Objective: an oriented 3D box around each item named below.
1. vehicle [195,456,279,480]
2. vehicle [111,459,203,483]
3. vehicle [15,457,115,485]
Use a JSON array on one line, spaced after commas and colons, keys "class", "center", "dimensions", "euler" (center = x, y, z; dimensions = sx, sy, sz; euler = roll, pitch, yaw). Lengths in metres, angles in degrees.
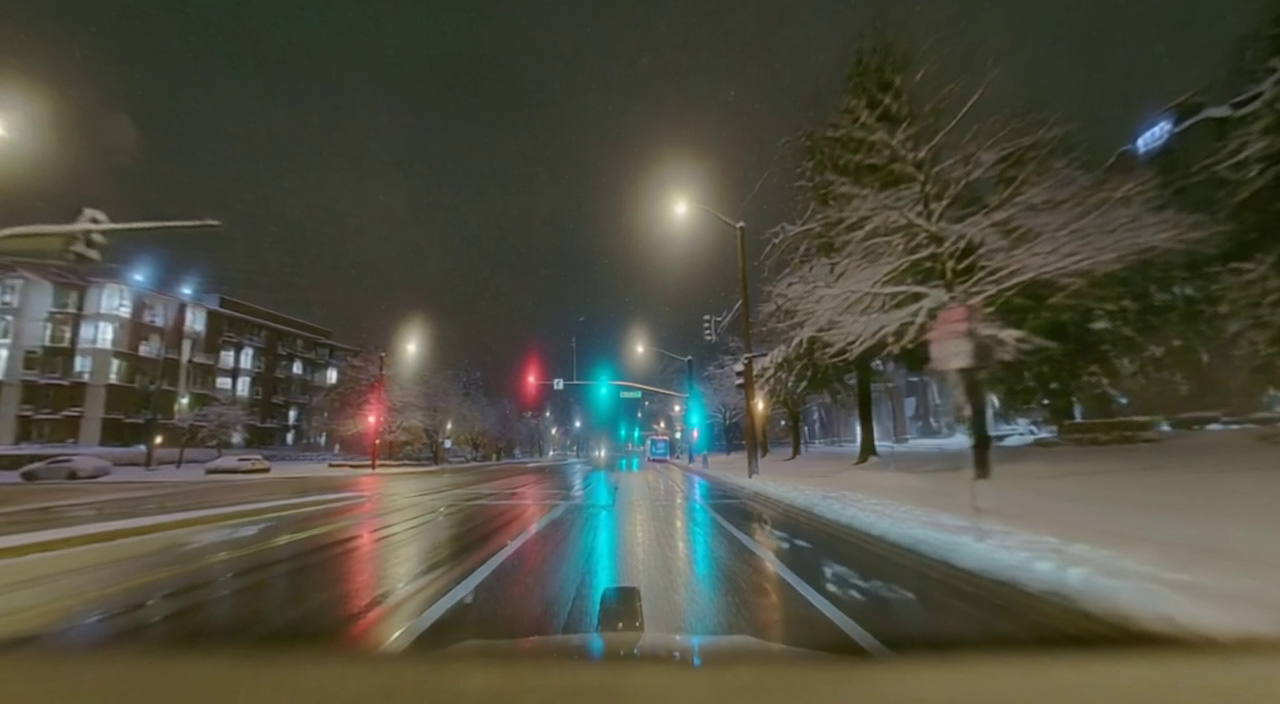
[{"class": "vehicle", "center": [-26.398, 7.625, 41.470], "dimensions": [4.153, 1.493, 1.808], "euler": [0, -9, -2]}, {"class": "vehicle", "center": [-31.508, 7.751, 41.290], "dimensions": [4.453, 1.441, 1.770], "euler": [0, -9, -1]}, {"class": "vehicle", "center": [-37.461, 7.741, 41.212], "dimensions": [4.593, 1.674, 1.893], "euler": [0, -9, 0]}]
